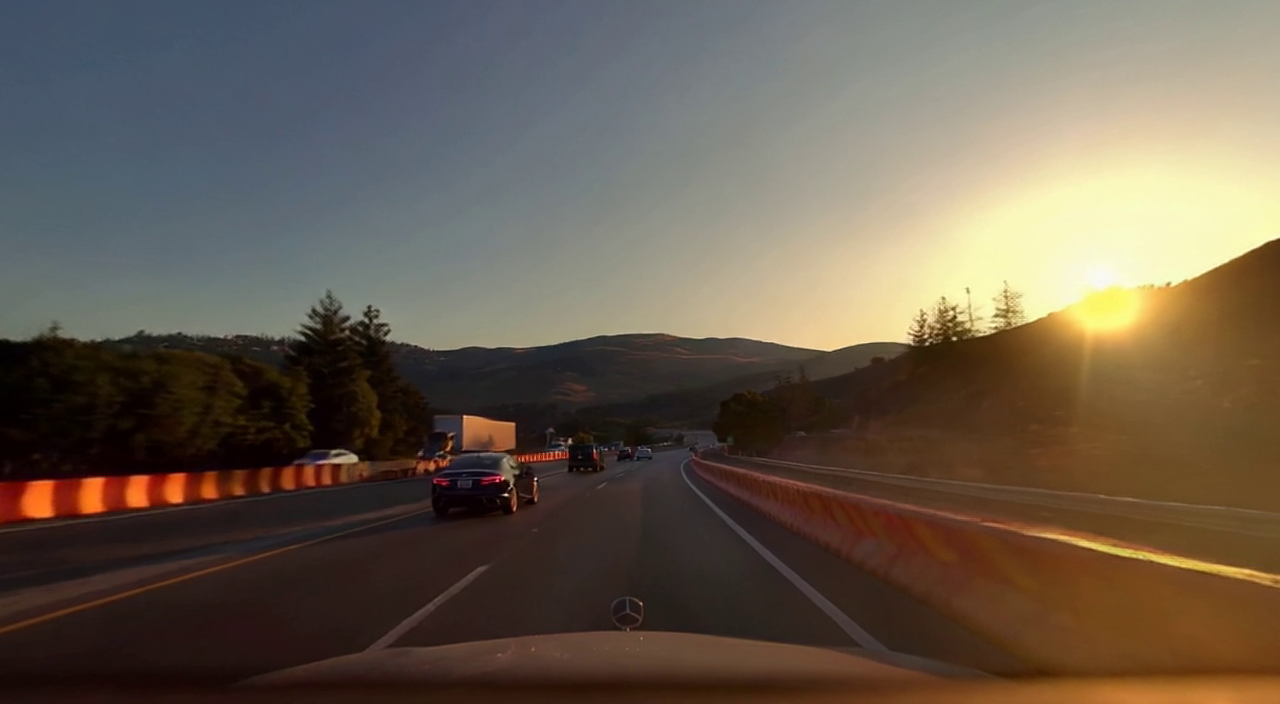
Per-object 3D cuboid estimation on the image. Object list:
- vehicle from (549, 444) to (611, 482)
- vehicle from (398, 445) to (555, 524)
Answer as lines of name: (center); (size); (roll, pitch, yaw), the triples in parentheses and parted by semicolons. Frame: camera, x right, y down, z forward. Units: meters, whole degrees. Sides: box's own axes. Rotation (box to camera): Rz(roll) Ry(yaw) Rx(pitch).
vehicle: (-2.441, 4.664, 26.678); (2.094, 1.480, 4.124); (-1, -9, 2)
vehicle: (-3.085, 2.602, 12.868); (2.061, 1.330, 3.928); (0, -9, 1)
